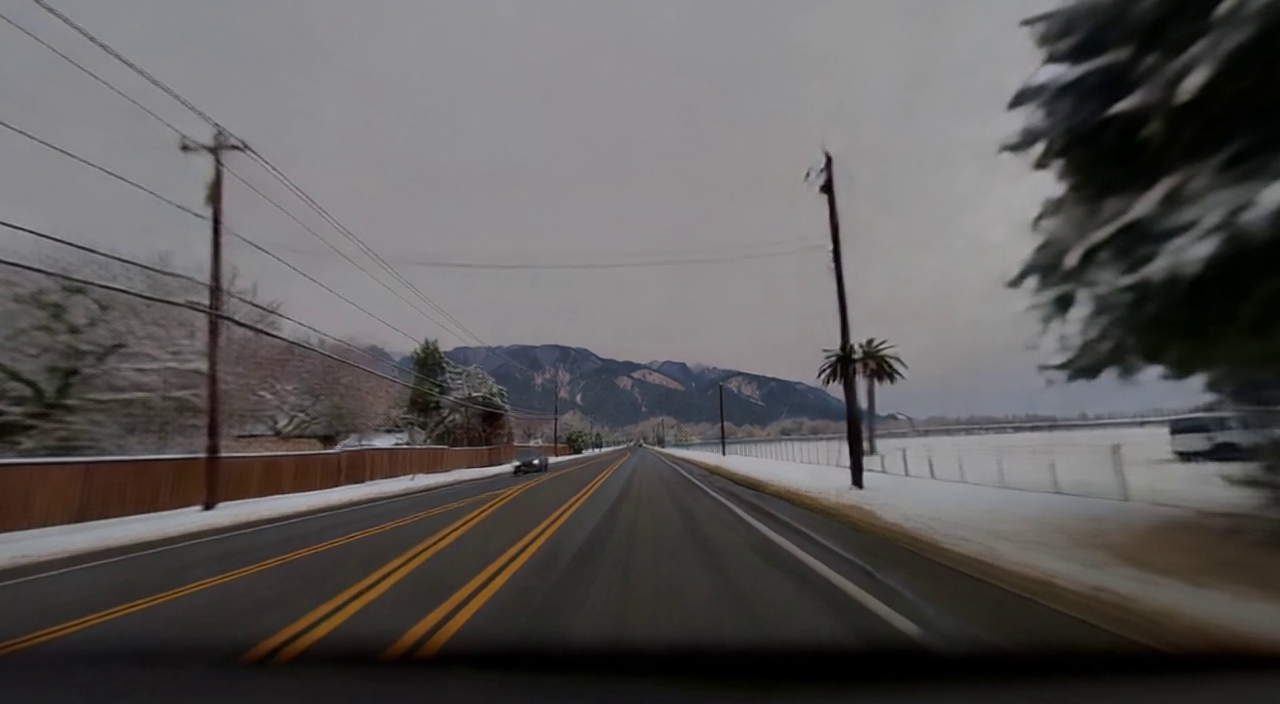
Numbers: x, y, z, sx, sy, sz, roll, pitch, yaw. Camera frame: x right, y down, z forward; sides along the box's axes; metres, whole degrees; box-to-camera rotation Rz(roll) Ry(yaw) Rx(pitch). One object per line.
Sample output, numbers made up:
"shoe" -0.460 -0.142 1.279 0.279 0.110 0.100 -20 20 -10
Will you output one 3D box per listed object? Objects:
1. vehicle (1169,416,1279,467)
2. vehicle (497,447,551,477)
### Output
"vehicle" 21.602 3.122 21.799 4.554 1.676 1.864 0 -8 5
"vehicle" -6.274 6.022 34.621 1.973 1.487 4.612 0 -8 2
